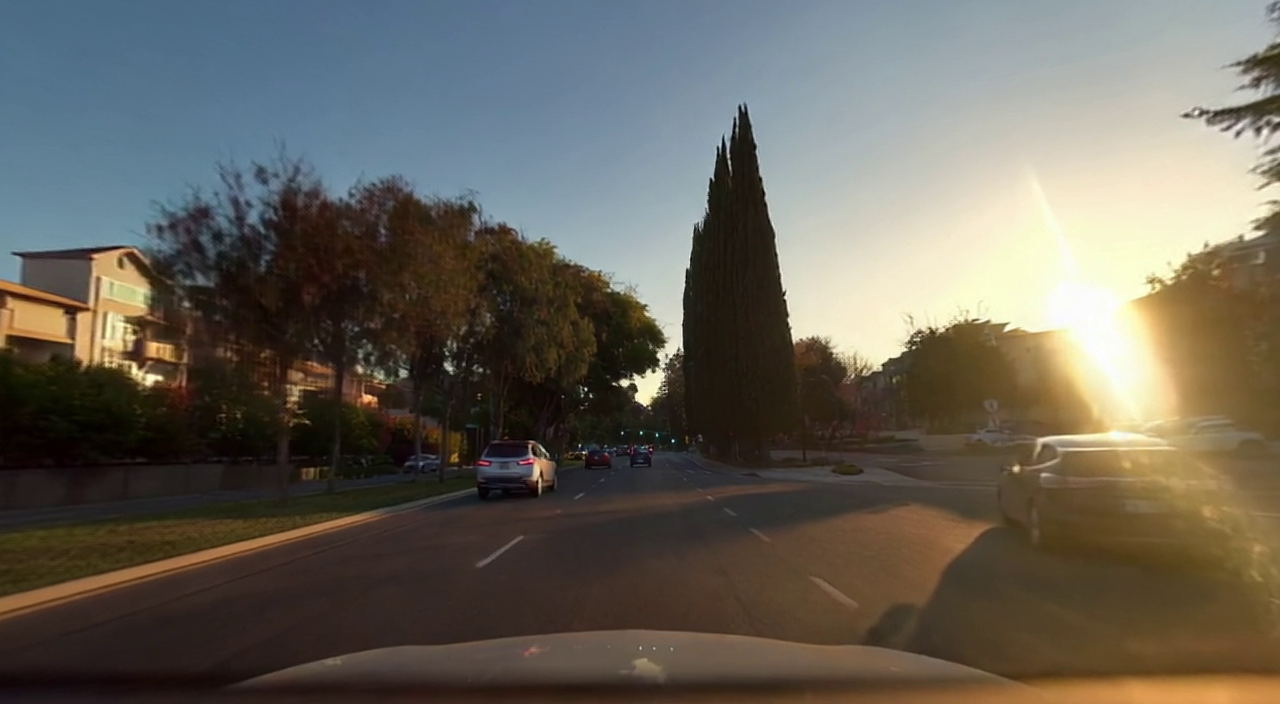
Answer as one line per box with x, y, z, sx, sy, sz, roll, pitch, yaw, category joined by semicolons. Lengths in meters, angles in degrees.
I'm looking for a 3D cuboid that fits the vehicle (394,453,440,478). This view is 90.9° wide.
-17.147;8.713;48.594;1.899;1.790;4.340;0;-9;0;vehicle

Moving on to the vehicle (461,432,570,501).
-3.636;3.462;19.472;2.216;1.828;4.886;0;-9;2;vehicle

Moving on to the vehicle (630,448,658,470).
0.337;7.798;46.192;1.940;1.501;4.133;0;-9;1;vehicle

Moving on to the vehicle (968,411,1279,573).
6.073;1.735;8.604;1.969;1.593;4.293;-3;-9;17;vehicle
